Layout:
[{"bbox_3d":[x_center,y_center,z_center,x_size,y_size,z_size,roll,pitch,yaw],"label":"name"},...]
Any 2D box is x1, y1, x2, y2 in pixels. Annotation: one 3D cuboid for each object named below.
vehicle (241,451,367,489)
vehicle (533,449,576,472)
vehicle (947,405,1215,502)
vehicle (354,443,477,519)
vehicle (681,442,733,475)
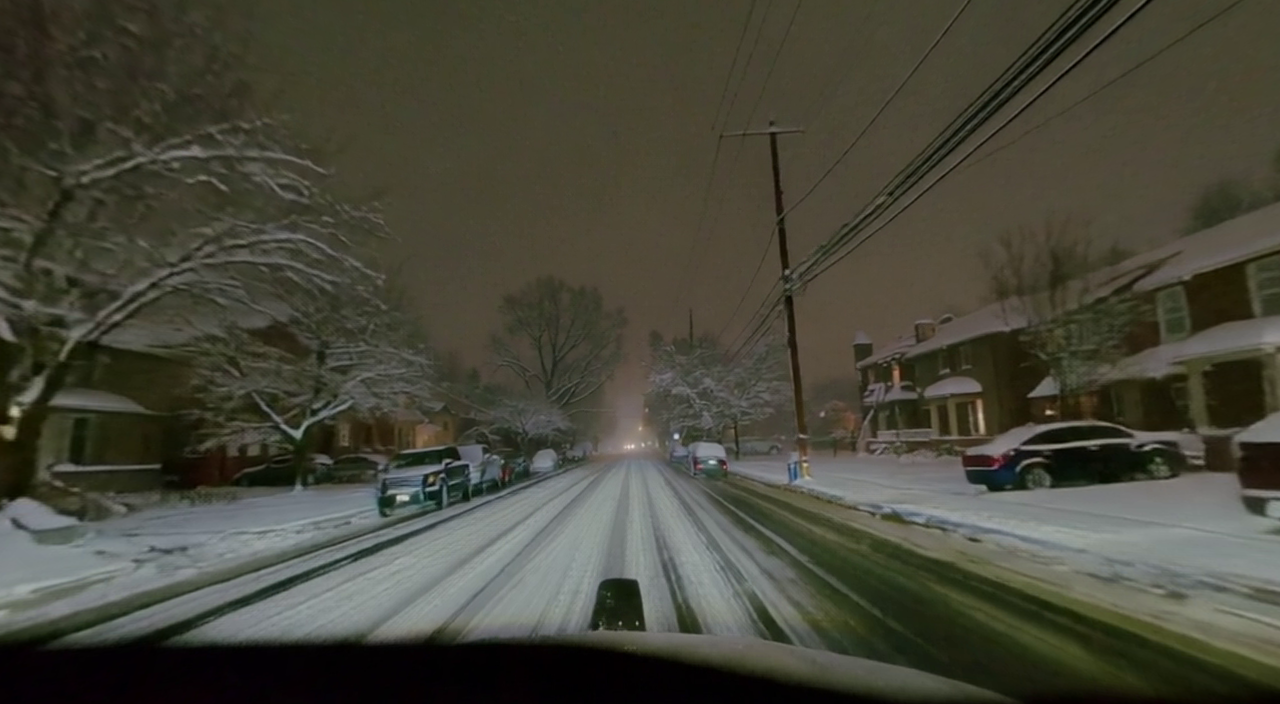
[{"bbox_3d":[-16.002,5.621,30.317,4.706,1.681,2.389,-1,-9,5],"label":"vehicle"},{"bbox_3d":[-5.924,7.617,44.374,2.199,1.439,4.757,0,-10,2],"label":"vehicle"},{"bbox_3d":[9.909,2.269,14.499,4.559,1.843,2.081,-2,-7,-3],"label":"vehicle"},{"bbox_3d":[-6.115,3.488,17.737,2.035,1.736,3.955,-3,-8,-1],"label":"vehicle"},{"bbox_3d":[3.536,5.734,34.388,2.247,1.618,4.655,2,-8,-1],"label":"vehicle"}]
